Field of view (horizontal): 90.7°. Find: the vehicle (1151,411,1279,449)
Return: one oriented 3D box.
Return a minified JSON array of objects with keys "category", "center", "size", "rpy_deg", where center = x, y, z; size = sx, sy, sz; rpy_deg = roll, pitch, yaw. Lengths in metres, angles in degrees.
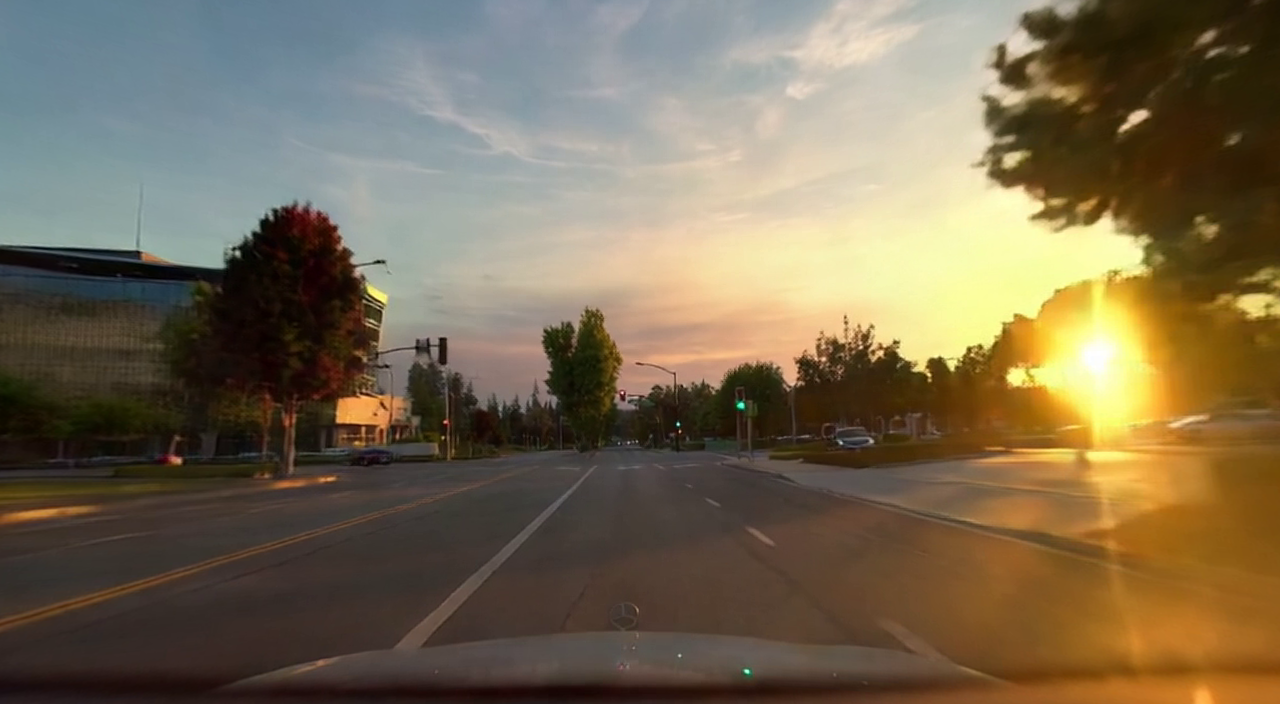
[{"category":"vehicle","center":[24.431,3.366,26.878],"size":[1.859,1.453,4.076],"rpy_deg":[0,-9,-2]}]

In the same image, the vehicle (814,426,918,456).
[{"category":"vehicle","center":[11.797,4.676,33.260],"size":[4.670,1.476,2.042],"rpy_deg":[0,-8,-1]}]
